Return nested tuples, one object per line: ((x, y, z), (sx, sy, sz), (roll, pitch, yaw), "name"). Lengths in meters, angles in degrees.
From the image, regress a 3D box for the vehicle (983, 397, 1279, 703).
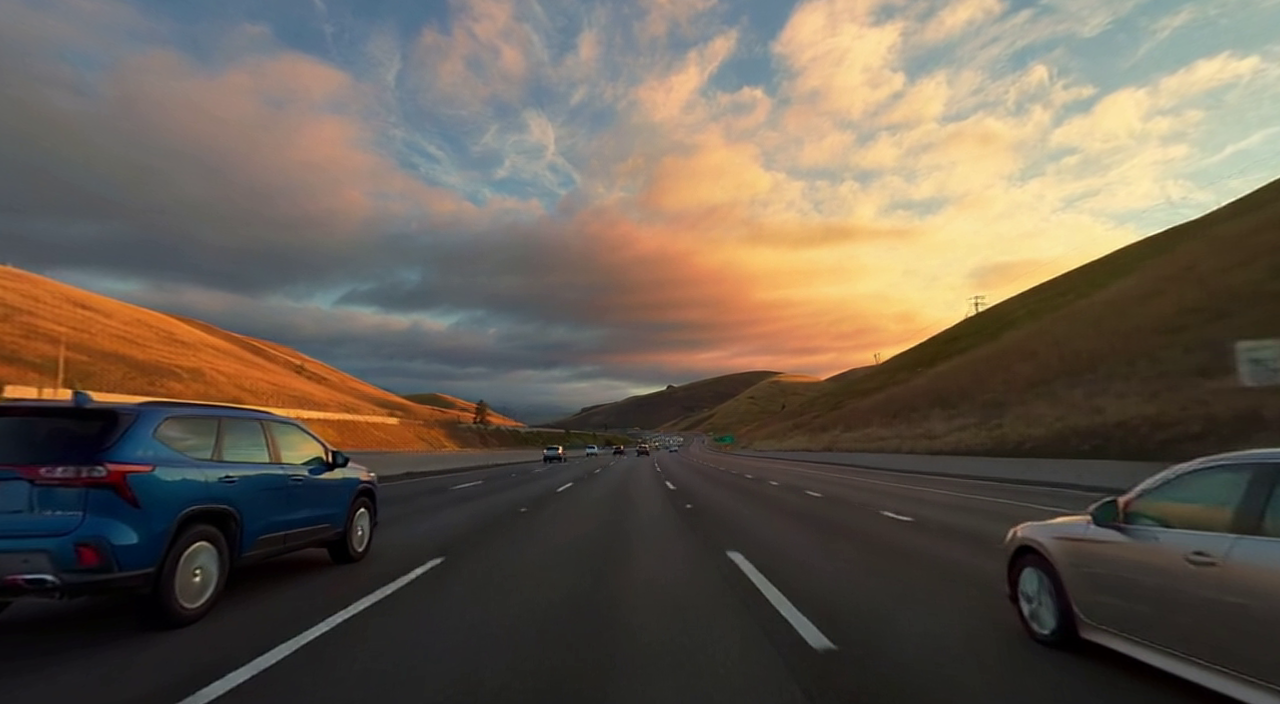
((3.579, 0.939, 2.593), (1.847, 1.493, 4.303), (0, -9, -1), "vehicle")

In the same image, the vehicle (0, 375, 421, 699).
((-3.874, 1.331, 5.774), (2.047, 1.715, 4.689), (0, -9, 0), "vehicle")
